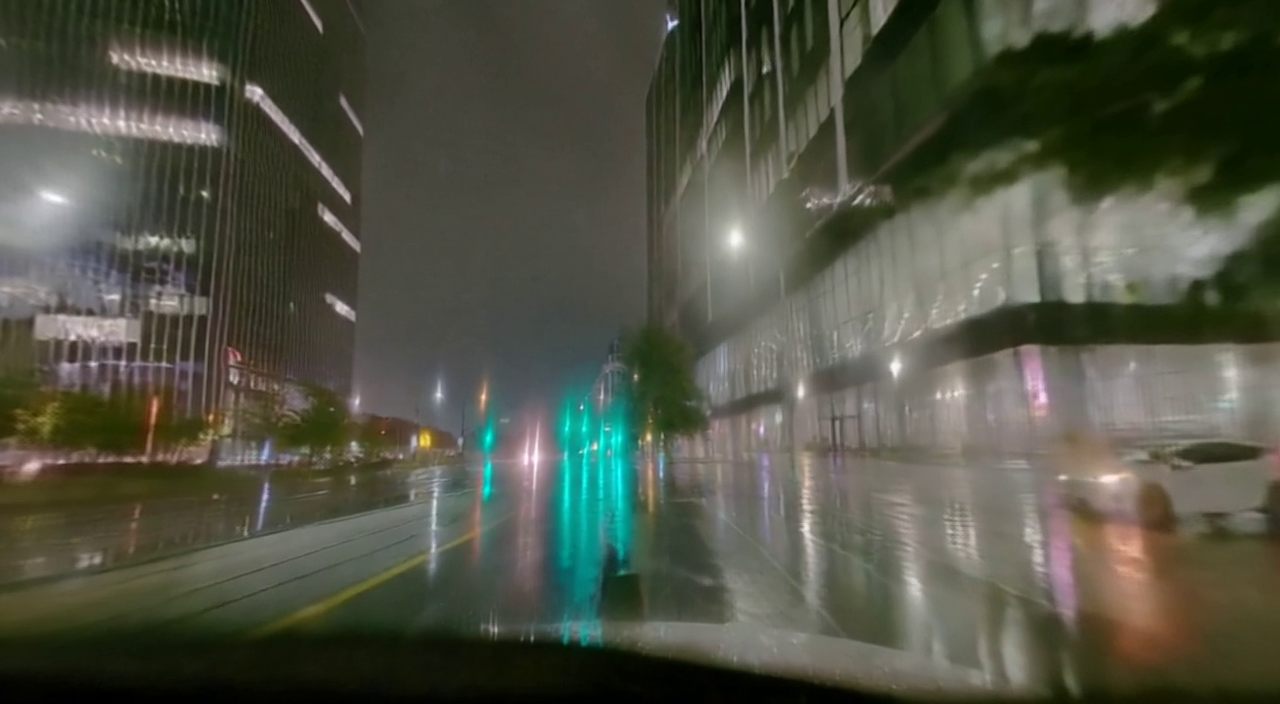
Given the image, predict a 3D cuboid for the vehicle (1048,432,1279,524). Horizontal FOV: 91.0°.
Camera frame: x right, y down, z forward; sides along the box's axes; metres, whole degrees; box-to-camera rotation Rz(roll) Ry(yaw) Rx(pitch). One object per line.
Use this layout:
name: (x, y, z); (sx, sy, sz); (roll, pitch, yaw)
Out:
vehicle: (11.574, 2.556, 13.031); (4.728, 1.696, 1.973); (-1, -9, 7)
